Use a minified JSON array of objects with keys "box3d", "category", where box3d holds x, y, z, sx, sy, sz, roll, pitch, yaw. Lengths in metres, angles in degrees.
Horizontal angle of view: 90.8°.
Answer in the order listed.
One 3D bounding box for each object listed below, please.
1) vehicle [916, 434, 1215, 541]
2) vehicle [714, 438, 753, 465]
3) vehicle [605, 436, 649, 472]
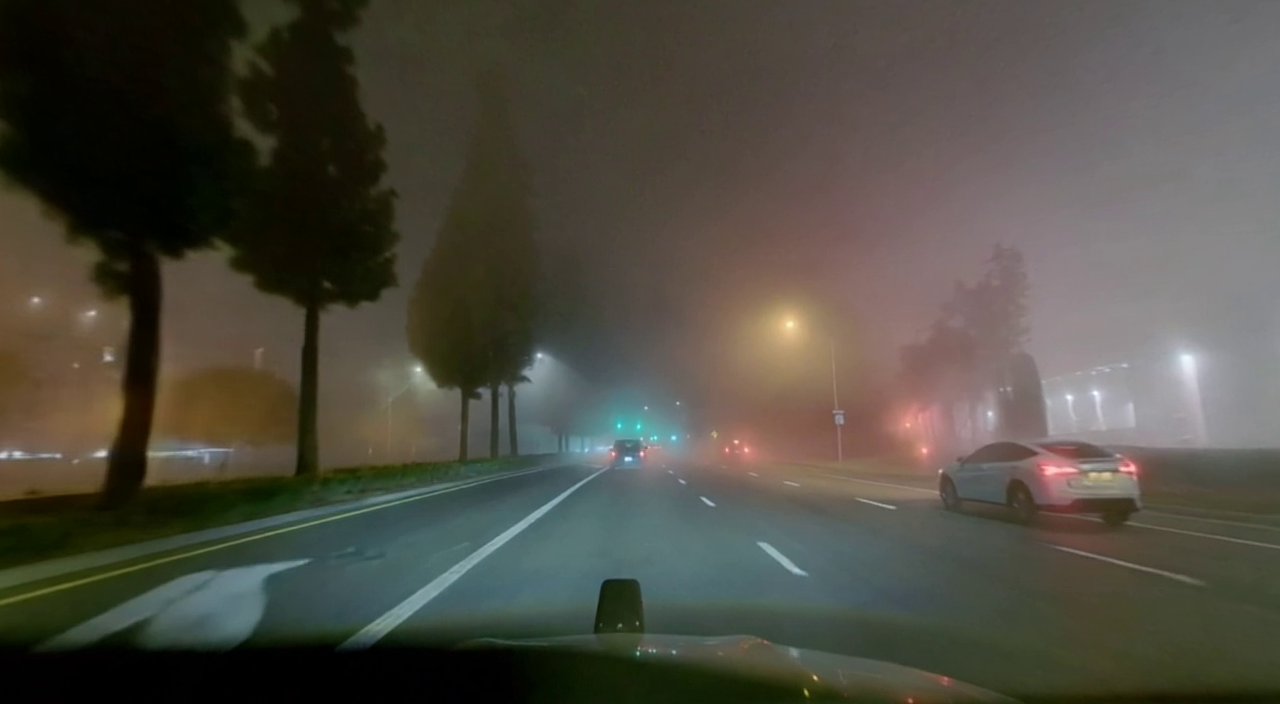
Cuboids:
[{"box3d":[6.968,2.235,11.134,2.139,1.471,4.393,0,-8,-1],"category":"vehicle"},{"box3d":[6.695,7.183,45.827,2.026,1.804,4.565,0,-8,-1],"category":"vehicle"},{"box3d":[-0.651,5.414,33.793,2.193,1.794,4.457,0,-8,0],"category":"vehicle"}]
